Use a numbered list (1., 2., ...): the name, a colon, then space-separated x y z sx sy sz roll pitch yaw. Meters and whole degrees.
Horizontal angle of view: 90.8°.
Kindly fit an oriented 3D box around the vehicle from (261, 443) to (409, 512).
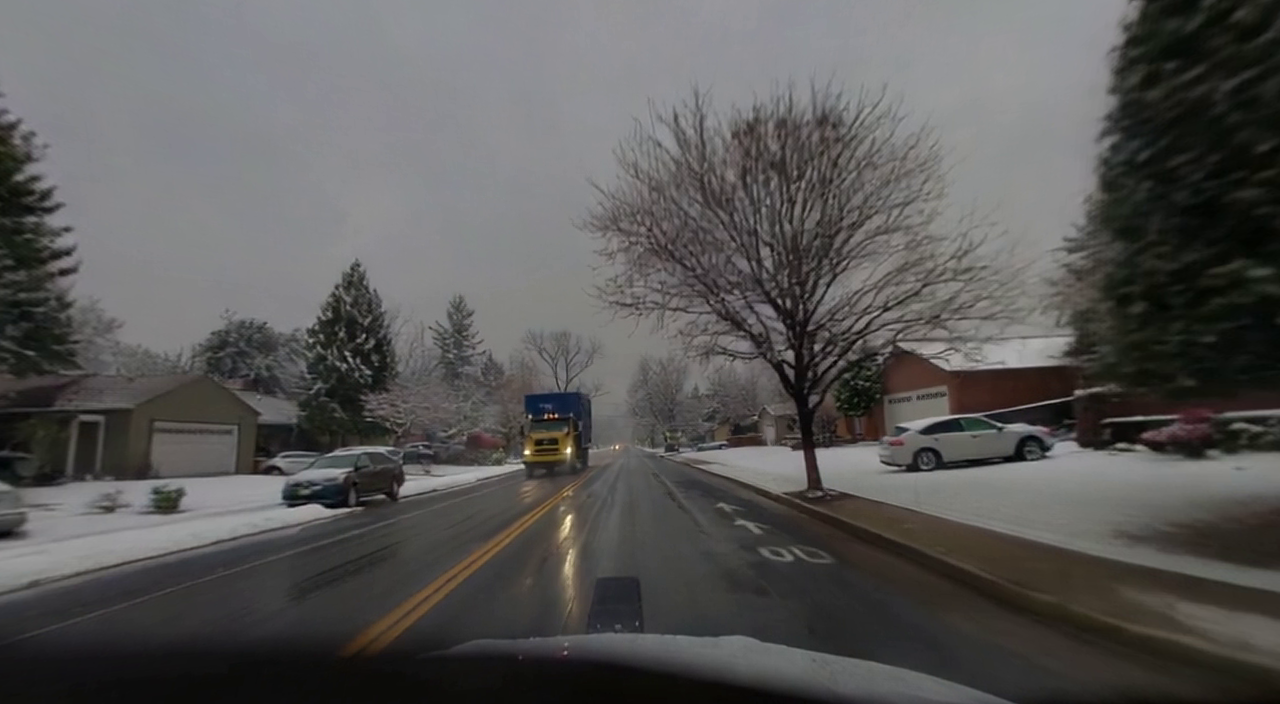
1. vehicle: -8.946 3.667 19.095 2.119 1.775 4.643 0 -8 0

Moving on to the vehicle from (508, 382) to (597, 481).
1. vehicle: -4.032 4.099 31.911 3.133 4.112 10.695 0 -8 -1
